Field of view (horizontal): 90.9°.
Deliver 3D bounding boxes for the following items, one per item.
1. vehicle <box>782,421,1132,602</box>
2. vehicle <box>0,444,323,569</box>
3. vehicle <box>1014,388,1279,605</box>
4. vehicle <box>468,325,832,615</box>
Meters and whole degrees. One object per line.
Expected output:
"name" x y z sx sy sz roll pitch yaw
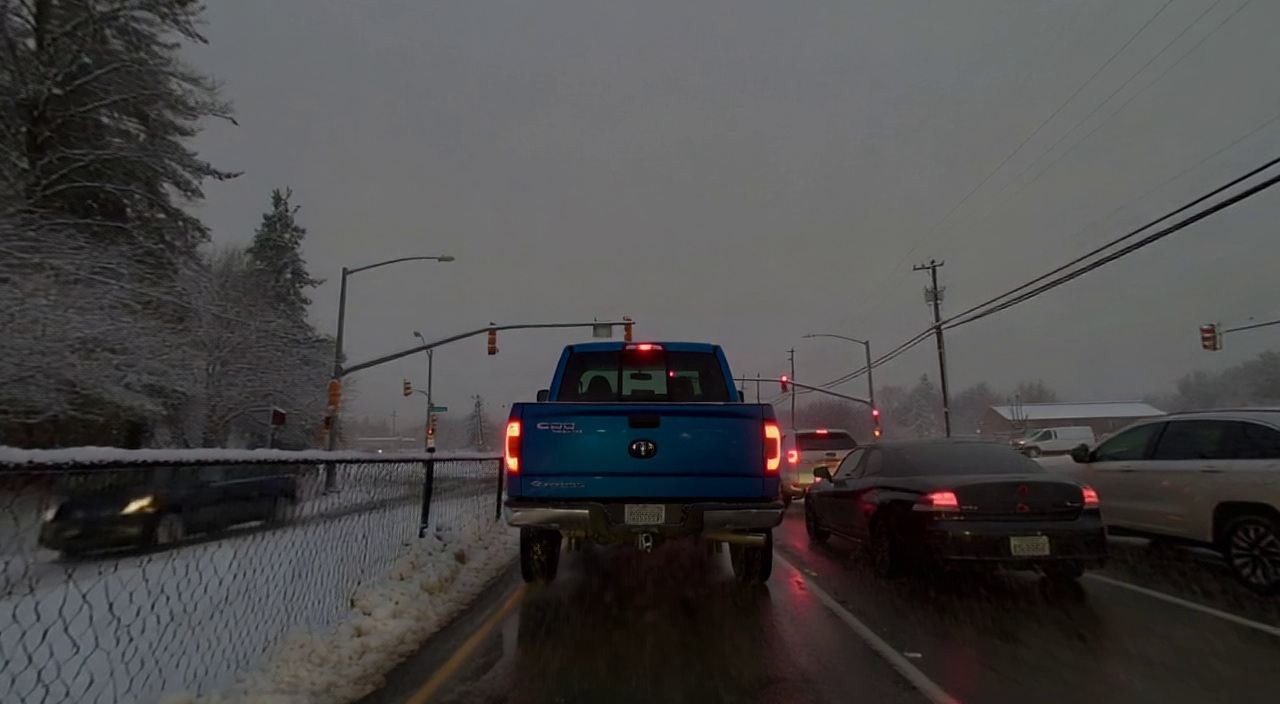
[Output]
"vehicle" 3.112 1.638 7.357 1.993 1.495 4.060 0 -8 1
"vehicle" -8.032 2.410 10.865 2.378 1.611 5.046 0 -8 2
"vehicle" 6.148 1.366 6.439 1.982 1.727 4.352 0 -8 1
"vehicle" 0.120 1.362 8.110 2.831 2.284 6.149 0 -8 1
